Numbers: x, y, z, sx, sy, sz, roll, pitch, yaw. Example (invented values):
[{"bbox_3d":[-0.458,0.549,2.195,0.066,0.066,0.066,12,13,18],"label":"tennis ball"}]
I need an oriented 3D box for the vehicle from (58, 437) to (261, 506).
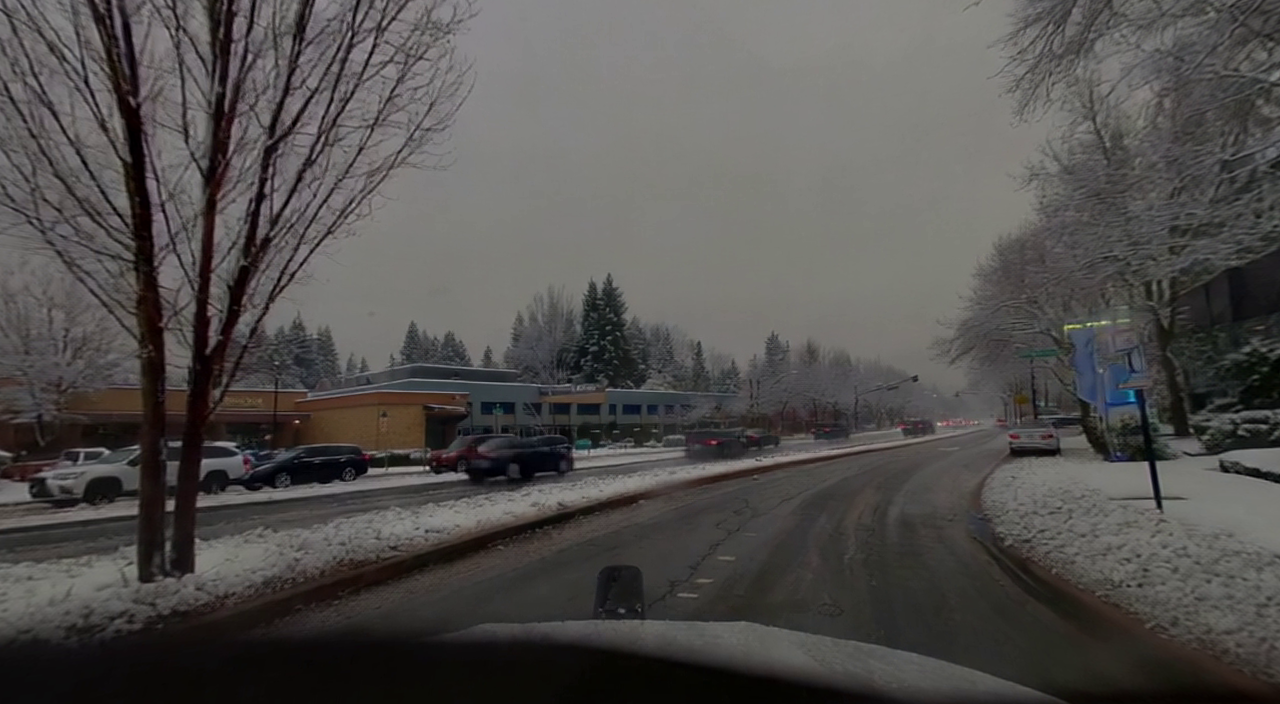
[{"bbox_3d":[-15.847,3.891,21.146,2.294,2.000,4.788,-7,-10,33],"label":"vehicle"}]

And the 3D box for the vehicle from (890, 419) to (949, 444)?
[{"bbox_3d":[20.249,5.771,45.640,2.201,1.574,5.060,-11,-13,42],"label":"vehicle"}]

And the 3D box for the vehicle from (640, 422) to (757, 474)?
[{"bbox_3d":[2.463,3.782,25.303,1.954,1.639,5.229,-9,-8,39],"label":"vehicle"}]

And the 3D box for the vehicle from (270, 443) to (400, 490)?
[{"bbox_3d":[-12.396,4.607,25.918,1.904,1.719,4.326,-6,-10,37],"label":"vehicle"}]

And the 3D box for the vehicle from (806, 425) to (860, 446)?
[{"bbox_3d":[15.035,6.497,49.047,2.146,1.555,4.810,-8,-11,41],"label":"vehicle"}]

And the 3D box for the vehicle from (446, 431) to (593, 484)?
[{"bbox_3d":[-4.196,3.753,22.778,2.183,1.651,4.928,-8,-11,38],"label":"vehicle"}]
